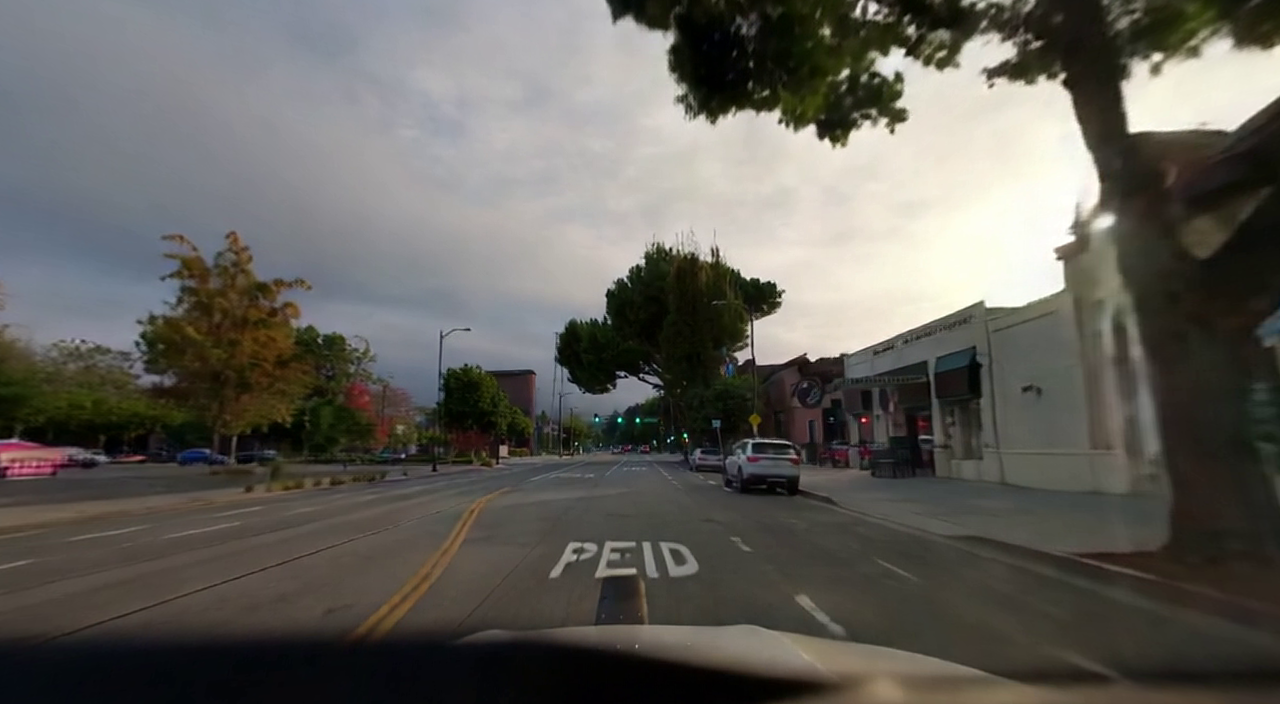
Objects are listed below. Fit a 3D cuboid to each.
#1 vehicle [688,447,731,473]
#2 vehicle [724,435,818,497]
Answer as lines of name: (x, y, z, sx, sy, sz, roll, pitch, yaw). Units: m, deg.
vehicle: (4.105, 6.434, 37.866, 1.856, 1.462, 4.501, 1, -9, -3)
vehicle: (4.037, 3.604, 20.308, 1.957, 1.753, 4.413, 0, -9, -2)
